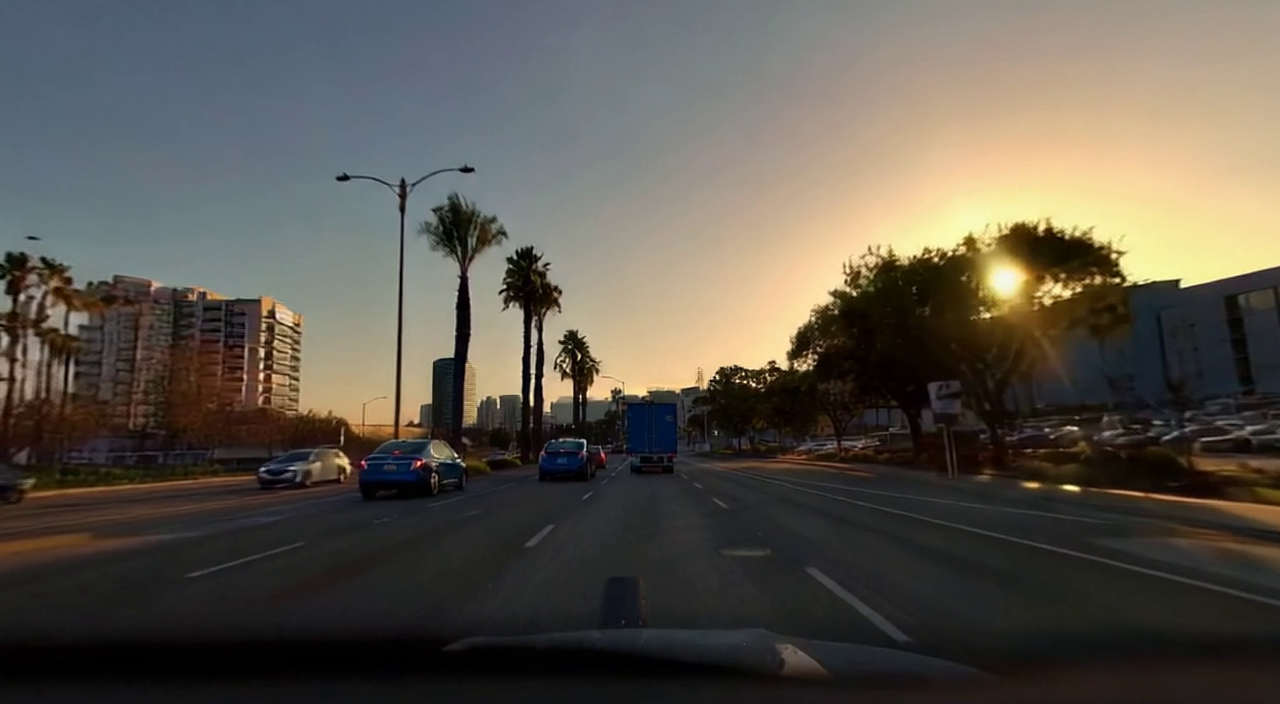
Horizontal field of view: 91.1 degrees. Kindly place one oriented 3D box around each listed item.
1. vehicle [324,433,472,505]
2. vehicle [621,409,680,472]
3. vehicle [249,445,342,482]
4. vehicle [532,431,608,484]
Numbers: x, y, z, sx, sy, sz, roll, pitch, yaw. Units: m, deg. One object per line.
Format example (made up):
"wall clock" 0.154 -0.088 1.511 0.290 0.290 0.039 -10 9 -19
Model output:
"vehicle" -6.220 3.051 16.846 2.045 1.630 4.680 0 -9 1
"vehicle" 0.602 5.040 35.646 2.993 3.235 6.692 0 -9 1
"vehicle" -17.844 5.771 32.844 2.108 1.761 4.664 0 -9 1
"vehicle" -2.549 4.009 24.195 2.178 1.826 4.933 0 -9 2
